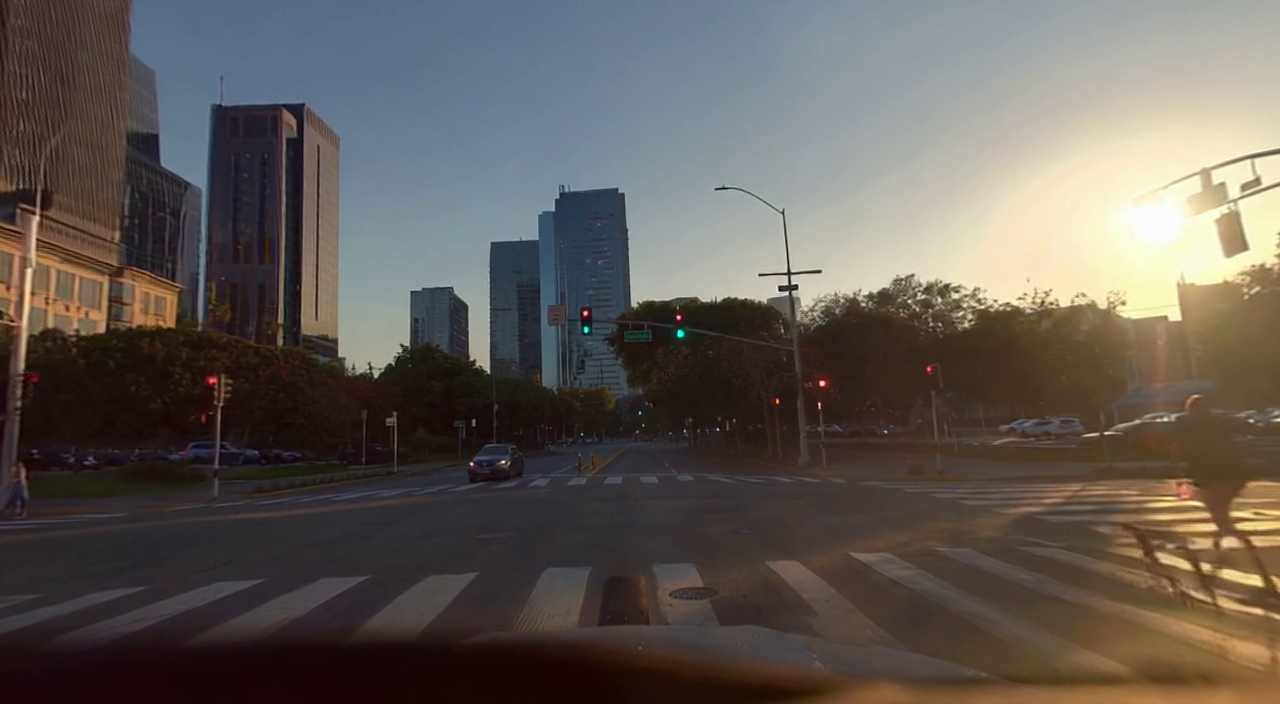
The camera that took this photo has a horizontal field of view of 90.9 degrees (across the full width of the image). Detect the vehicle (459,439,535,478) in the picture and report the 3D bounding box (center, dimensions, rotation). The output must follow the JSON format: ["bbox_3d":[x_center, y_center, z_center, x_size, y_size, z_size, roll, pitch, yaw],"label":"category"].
[{"bbox_3d":[-5.888,4.422,26.542,2.127,1.473,4.428,0,-8,1],"label":"vehicle"}]
